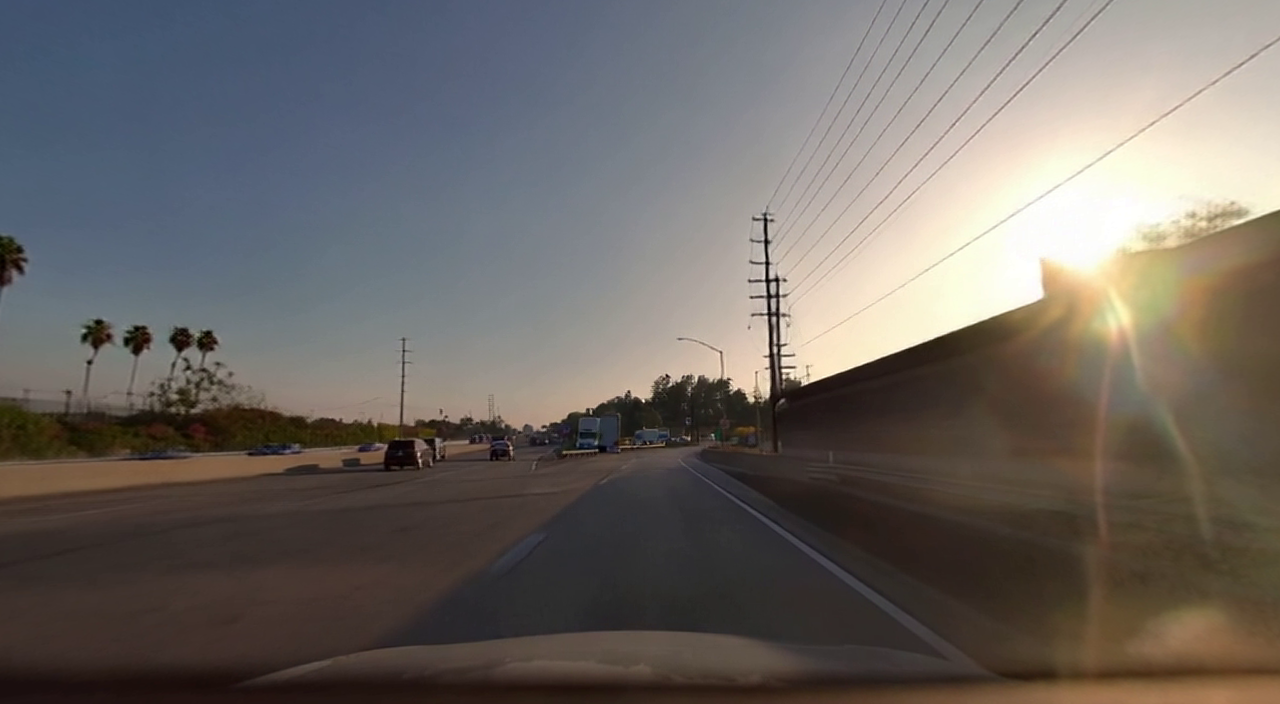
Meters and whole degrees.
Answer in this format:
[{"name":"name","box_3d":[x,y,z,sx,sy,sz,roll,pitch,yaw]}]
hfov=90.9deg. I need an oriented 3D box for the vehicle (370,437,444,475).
[{"name":"vehicle","box_3d":[-10.544,4.726,28.853,2.029,1.609,3.935,0,-8,-4]}]
